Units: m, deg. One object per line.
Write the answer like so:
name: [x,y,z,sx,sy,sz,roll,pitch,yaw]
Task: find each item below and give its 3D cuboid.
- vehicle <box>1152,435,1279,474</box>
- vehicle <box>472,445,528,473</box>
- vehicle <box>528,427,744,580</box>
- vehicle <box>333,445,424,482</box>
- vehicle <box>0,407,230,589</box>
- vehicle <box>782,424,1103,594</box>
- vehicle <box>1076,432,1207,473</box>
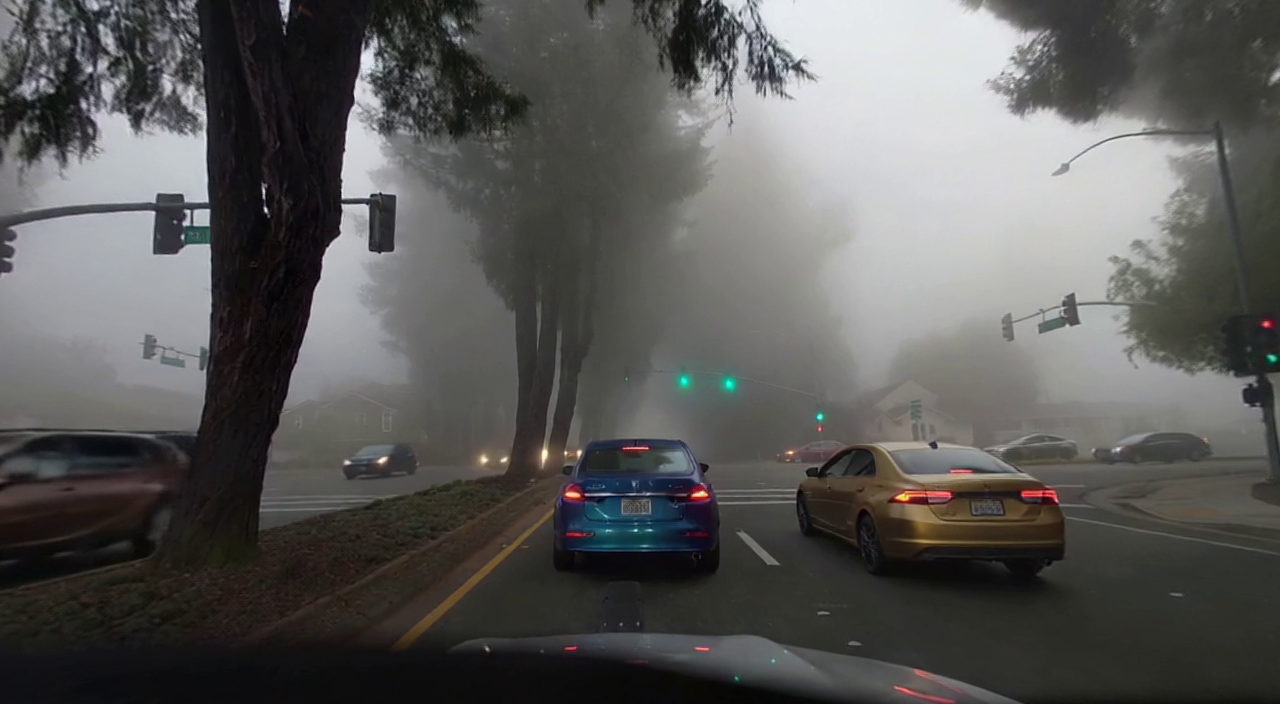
vehicle: [25.395,4.334,26.812,5.159,1.600,2.329,0,-9,2]
vehicle: [-7.568,5.805,34.530,2.040,1.374,4.150,0,-8,1]
vehicle: [-0.057,1.782,8.257,2.103,1.478,4.073,0,-8,0]
vehicle: [-11.449,4.881,28.028,2.125,1.476,4.385,-1,-8,0]
vehicle: [-7.510,1.581,7.127,2.383,1.779,4.973,0,-8,1]
vehicle: [3.177,1.717,7.764,1.913,1.505,4.097,0,-8,0]
vehicle: [23.978,4.796,30.337,4.520,1.762,2.005,-1,-8,-1]
